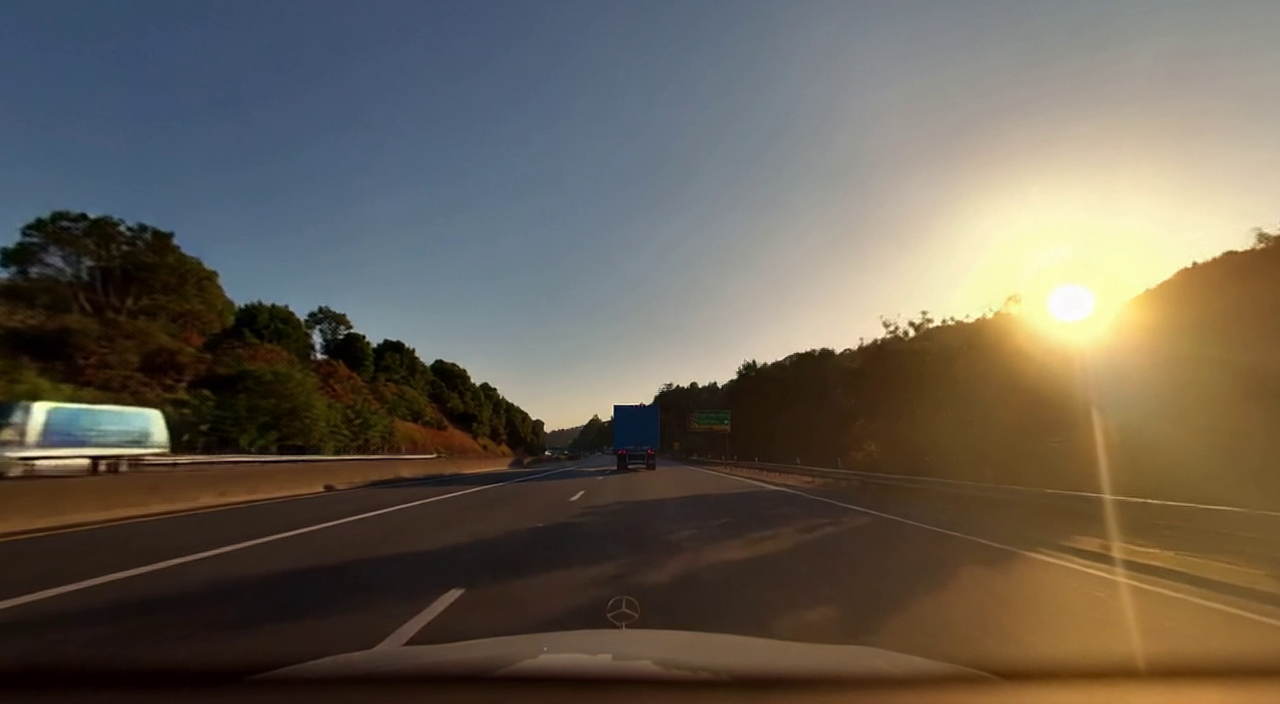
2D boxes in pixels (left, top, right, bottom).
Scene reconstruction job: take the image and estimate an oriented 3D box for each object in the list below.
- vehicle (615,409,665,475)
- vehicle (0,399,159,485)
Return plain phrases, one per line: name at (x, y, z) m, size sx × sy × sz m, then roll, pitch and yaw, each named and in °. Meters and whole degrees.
vehicle at (-0.002, 6.292, 43.700) m, size 2.982 × 3.947 × 11.075 m, roll 0°, pitch -9°, yaw 0°
vehicle at (-22.770, 3.521, 24.313) m, size 2.525 × 2.836 × 7.355 m, roll 0°, pitch -9°, yaw 0°
